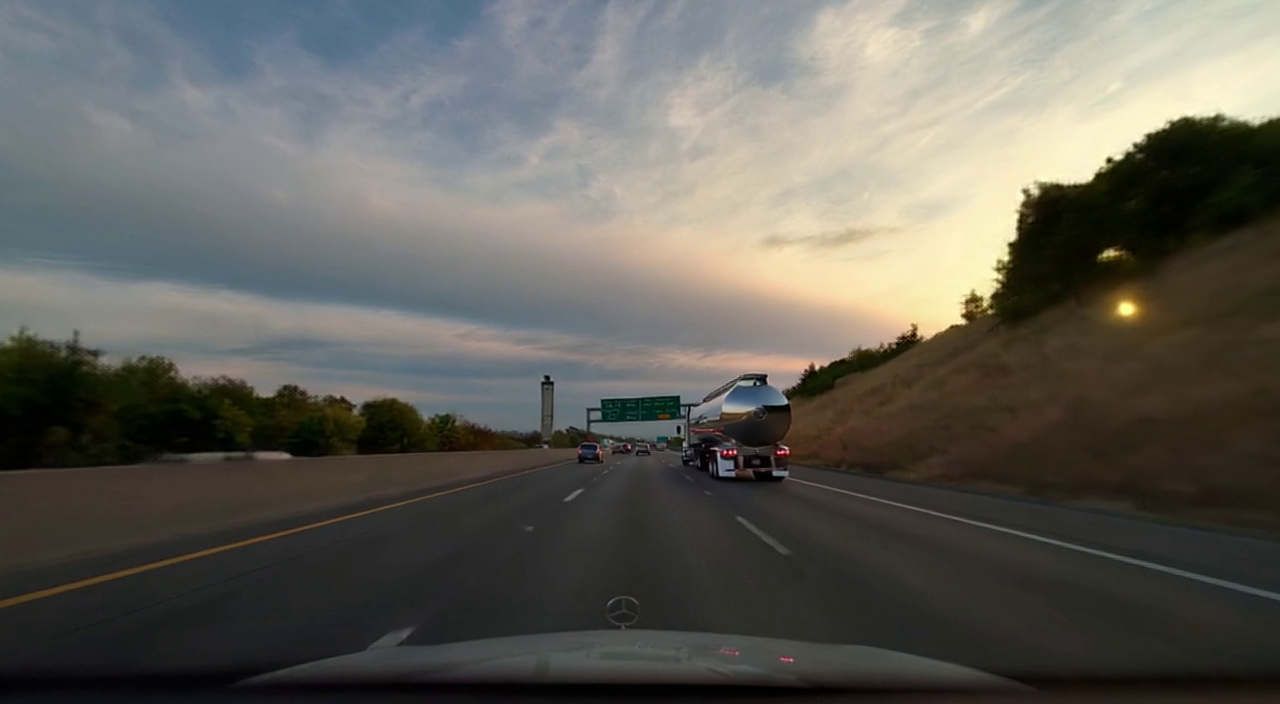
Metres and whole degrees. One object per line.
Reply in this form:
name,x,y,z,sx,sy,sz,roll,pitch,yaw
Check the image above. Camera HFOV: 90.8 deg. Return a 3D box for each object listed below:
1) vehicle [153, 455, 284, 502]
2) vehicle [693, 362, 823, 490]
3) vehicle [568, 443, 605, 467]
vehicle,-14.688,4.400,22.298,1.806,1.456,4.009,0,-9,0
vehicle,3.871,2.890,23.448,2.759,3.734,9.708,0,-9,-1
vehicle,-3.396,6.633,40.667,1.986,1.458,4.506,0,-9,0
